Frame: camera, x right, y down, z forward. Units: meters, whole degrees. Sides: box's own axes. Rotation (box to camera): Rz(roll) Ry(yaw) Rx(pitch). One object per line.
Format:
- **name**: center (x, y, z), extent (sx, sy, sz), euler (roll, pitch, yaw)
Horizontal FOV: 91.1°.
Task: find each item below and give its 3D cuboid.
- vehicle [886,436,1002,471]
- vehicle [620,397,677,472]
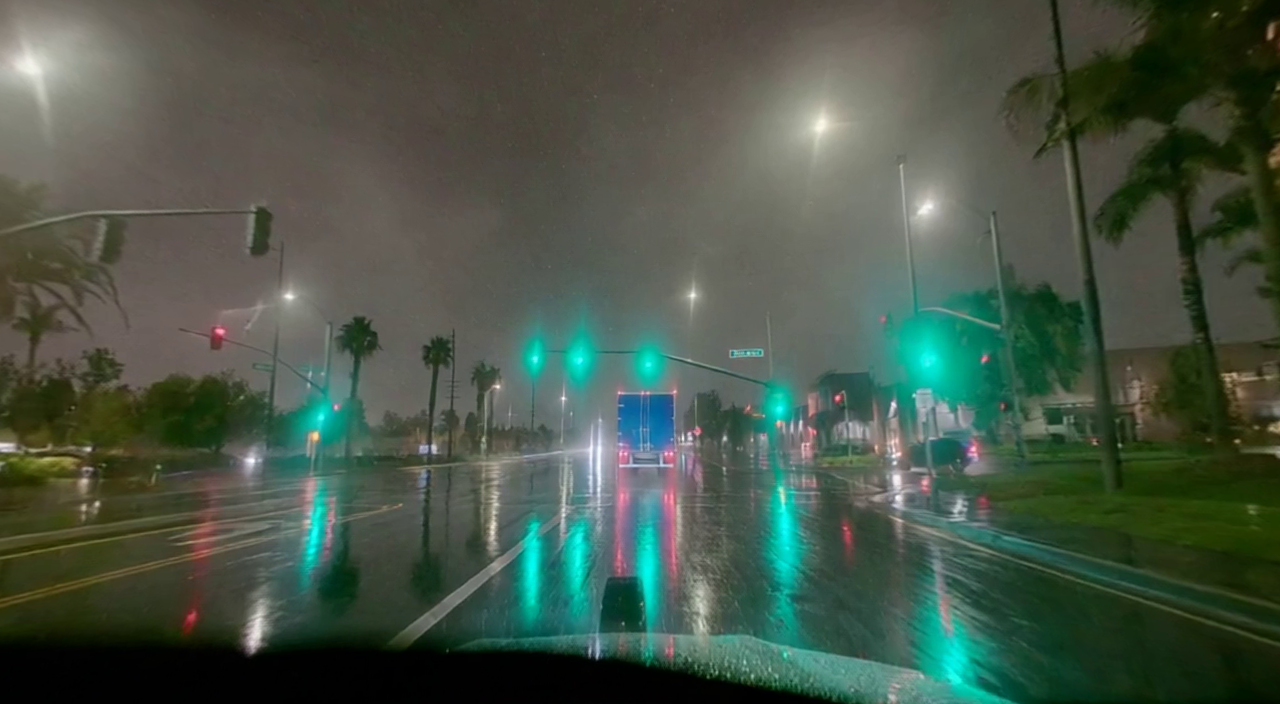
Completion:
- **vehicle**: center (13.710, 4.608, 28.531), extent (4.270, 1.520, 1.931), euler (0, -9, 2)
- **vehicle**: center (0.274, 5.263, 39.119), extent (2.992, 3.949, 11.815), euler (0, -9, -2)
